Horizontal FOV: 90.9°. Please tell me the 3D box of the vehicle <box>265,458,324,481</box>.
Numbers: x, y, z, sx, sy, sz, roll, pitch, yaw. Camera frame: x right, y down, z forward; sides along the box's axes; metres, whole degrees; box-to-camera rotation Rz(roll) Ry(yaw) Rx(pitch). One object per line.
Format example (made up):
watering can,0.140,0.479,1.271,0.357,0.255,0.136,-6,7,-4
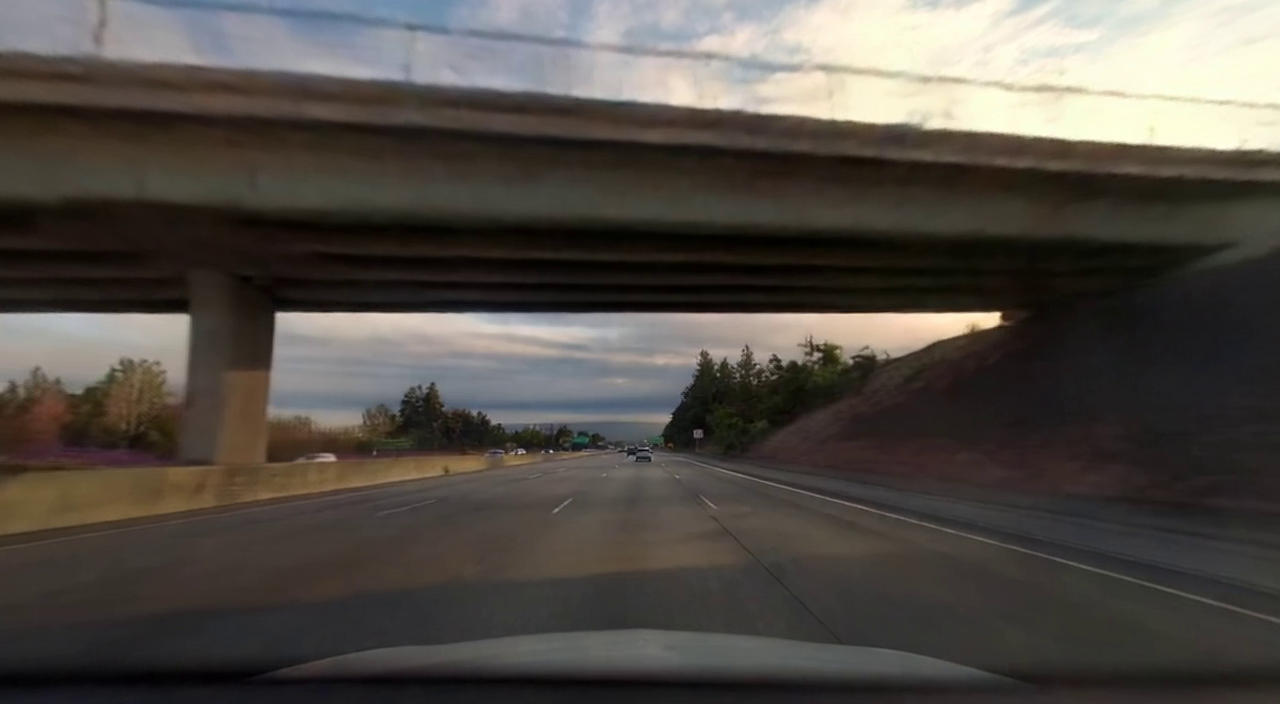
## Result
vehicle,-23.637,8.049,43.265,1.705,1.410,3.956,0,-9,0
